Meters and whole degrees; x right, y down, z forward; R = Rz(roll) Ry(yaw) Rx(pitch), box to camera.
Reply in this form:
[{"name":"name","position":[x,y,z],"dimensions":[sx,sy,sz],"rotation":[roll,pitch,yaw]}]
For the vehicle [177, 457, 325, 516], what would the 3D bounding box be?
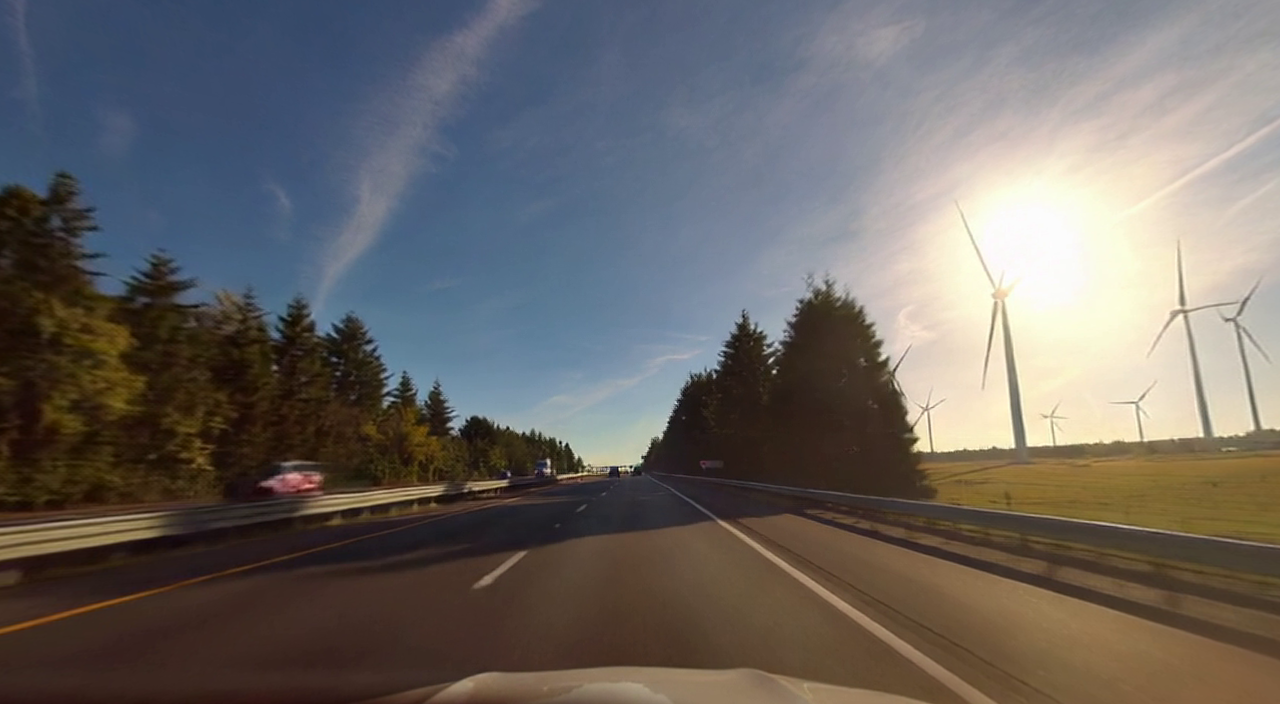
[{"name":"vehicle","position":[-12.162,4.240,20.109],"dimensions":[1.910,1.636,4.292],"rotation":[1,-11,0]}]
